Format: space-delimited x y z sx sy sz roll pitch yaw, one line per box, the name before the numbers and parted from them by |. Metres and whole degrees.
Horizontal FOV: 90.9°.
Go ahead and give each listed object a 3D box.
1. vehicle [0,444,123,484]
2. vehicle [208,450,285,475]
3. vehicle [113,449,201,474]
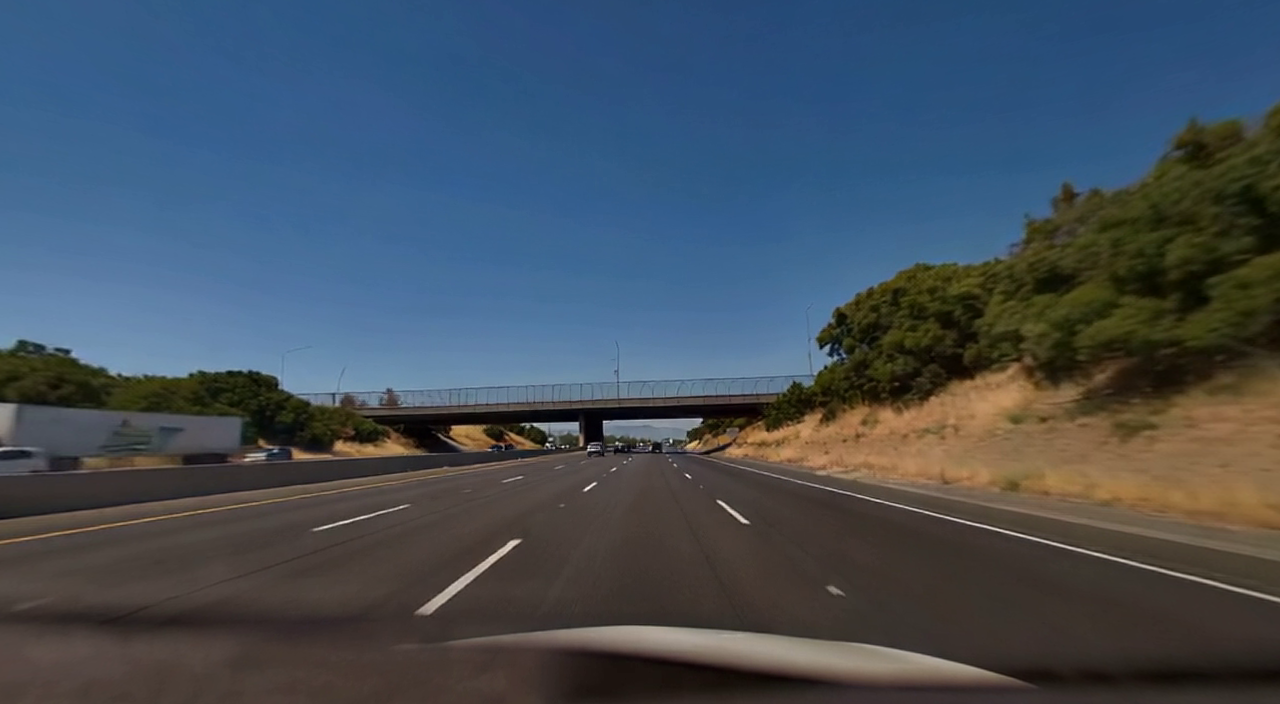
vehicle | -28.500 5.437 30.950 1.970 1.779 4.958 0 -9 0
vehicle | -24.259 6.799 39.055 1.813 1.465 4.362 -1 -9 2
vehicle | -31.935 7.227 41.910 1.861 1.486 4.847 -1 -9 2
